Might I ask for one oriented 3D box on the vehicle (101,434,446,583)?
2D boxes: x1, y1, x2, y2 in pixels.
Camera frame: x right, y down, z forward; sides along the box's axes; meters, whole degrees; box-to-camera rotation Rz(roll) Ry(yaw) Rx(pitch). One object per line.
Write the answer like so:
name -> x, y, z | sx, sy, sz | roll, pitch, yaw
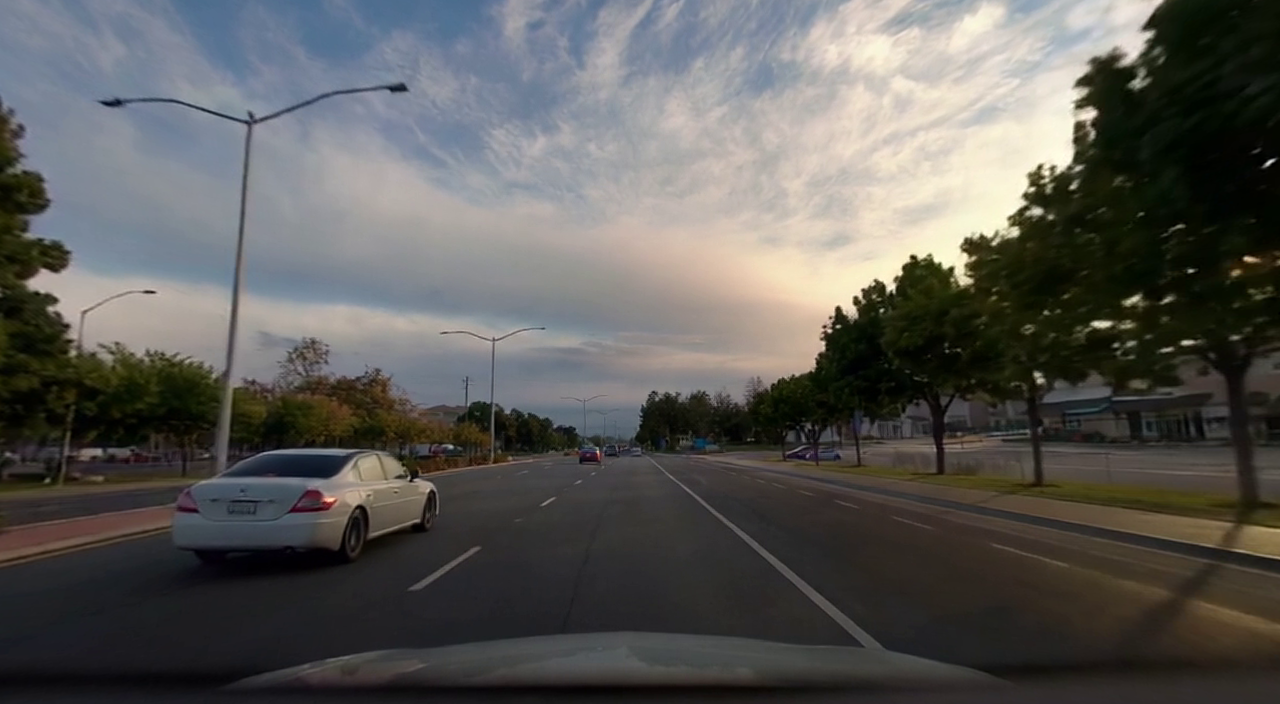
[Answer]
vehicle -> -4.320, 1.885, 8.536 | 2.003, 1.454, 4.484 | 0, -8, -1
